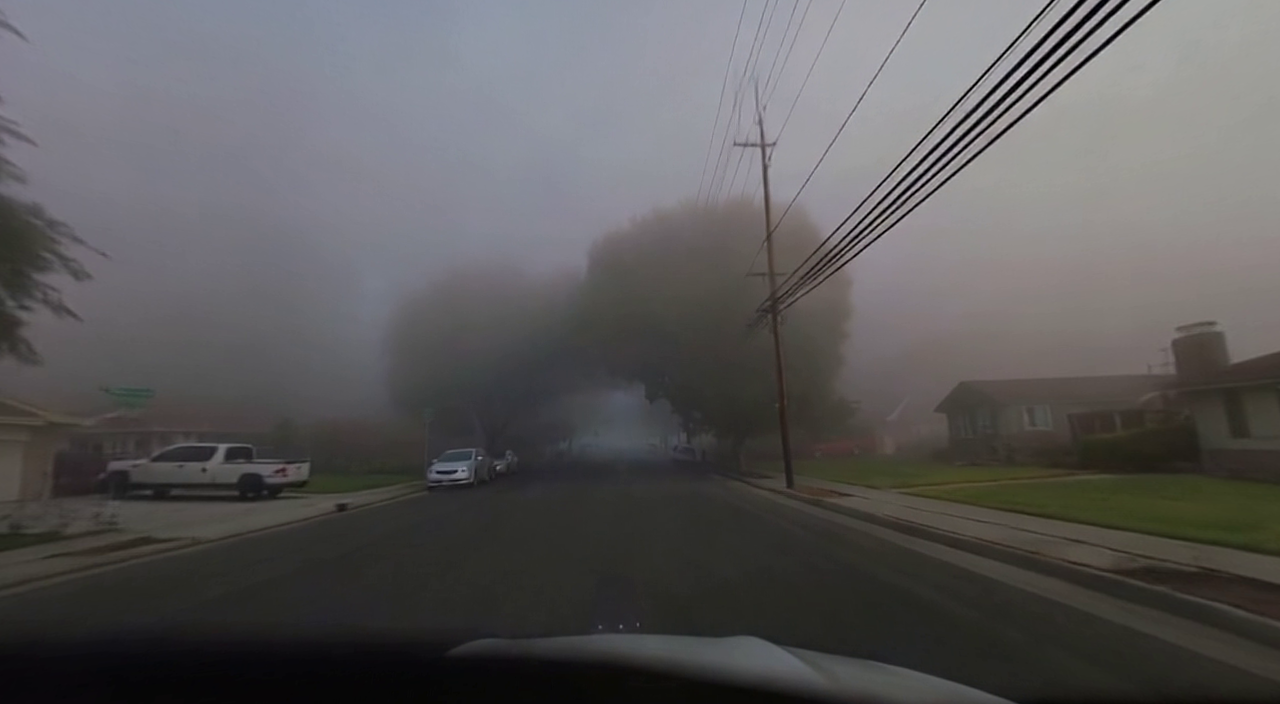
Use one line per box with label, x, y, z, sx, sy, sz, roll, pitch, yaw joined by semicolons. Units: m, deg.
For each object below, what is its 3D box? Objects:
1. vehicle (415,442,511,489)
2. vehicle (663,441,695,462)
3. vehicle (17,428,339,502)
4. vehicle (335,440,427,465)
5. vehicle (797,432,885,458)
vehicle;-6.372;4.117;23.428;2.208;1.491;5.089;0;-8;-1
vehicle;2.815;7.341;46.726;1.925;1.482;4.326;0;-8;-2
vehicle;-12.182;3.012;17.197;6.619;1.759;2.632;0;-8;-2
vehicle;-16.034;6.237;39.282;4.833;1.489;1.987;0;-8;2
vehicle;12.050;5.623;38.041;4.605;1.492;1.898;0;-8;-1
